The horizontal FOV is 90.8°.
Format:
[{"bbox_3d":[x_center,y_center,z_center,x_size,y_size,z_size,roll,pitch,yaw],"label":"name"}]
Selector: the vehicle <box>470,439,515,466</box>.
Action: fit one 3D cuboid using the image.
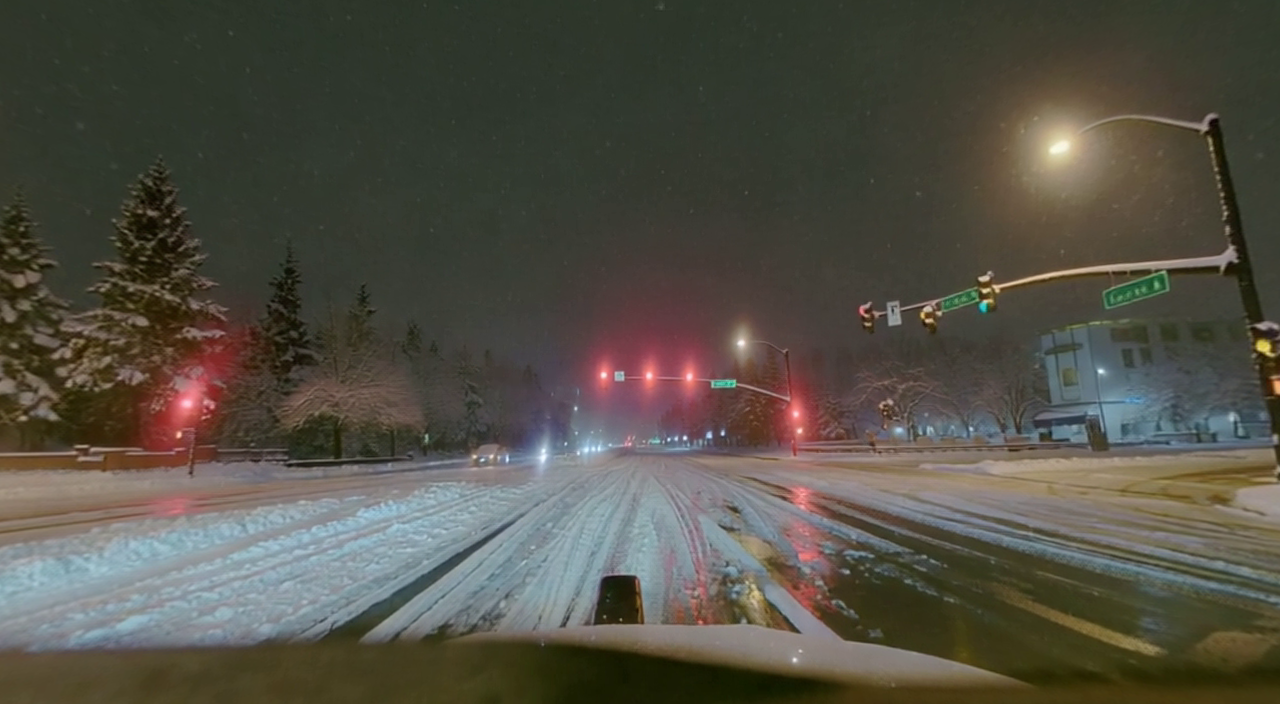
[{"bbox_3d":[-9.732,6.669,42.007,1.988,1.692,4.412,0,-8,0],"label":"vehicle"}]
